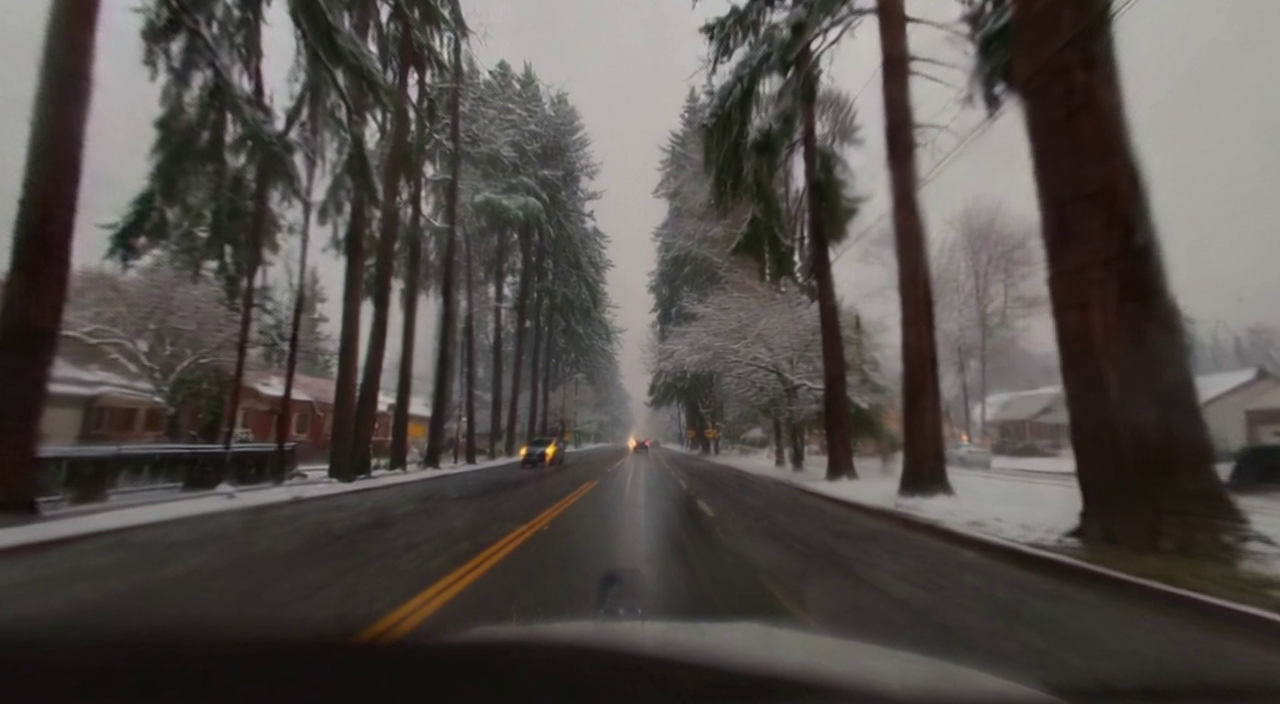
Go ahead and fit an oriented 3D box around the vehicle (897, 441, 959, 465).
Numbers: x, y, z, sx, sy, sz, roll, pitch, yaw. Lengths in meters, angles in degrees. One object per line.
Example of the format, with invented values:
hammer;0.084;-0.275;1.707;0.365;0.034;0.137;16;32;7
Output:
vehicle;18.846;6.590;41.577;1.946;1.459;4.489;0;-8;-1

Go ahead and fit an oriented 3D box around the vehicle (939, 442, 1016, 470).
vehicle;18.981;5.823;35.761;1.773;1.463;4.486;0;-8;-2

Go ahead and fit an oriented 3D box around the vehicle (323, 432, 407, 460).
vehicle;-16.252;5.574;37.476;4.045;1.622;1.983;0;-8;4

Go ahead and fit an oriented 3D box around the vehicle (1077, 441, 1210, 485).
vehicle;18.852;4.136;23.915;1.755;1.521;3.968;0;-8;1

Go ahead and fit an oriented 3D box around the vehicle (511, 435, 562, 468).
vehicle;-6.094;5.910;37.675;2.108;1.793;4.864;0;-8;1
